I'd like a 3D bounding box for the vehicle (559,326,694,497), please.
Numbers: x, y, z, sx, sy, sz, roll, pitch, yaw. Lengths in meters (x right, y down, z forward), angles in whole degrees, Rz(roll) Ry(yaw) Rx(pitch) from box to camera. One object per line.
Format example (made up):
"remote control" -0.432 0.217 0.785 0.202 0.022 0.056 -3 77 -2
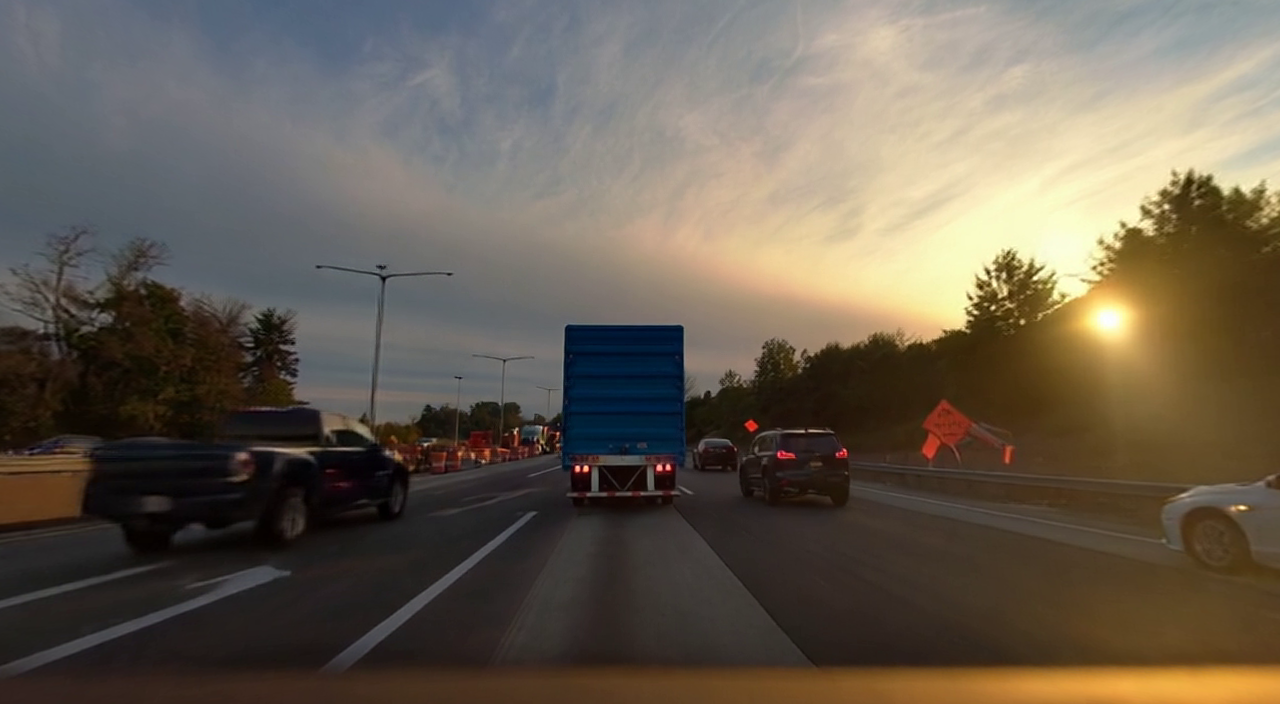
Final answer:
"vehicle" -0.462 2.093 19.601 3.067 3.940 10.154 1 -9 -2

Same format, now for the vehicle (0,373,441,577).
"vehicle" -5.119 1.626 9.152 2.421 1.965 5.980 0 -8 1

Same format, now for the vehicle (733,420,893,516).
"vehicle" 3.420 2.408 13.473 2.103 1.713 4.173 1 -9 -2

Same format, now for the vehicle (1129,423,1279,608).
"vehicle" 6.905 1.339 4.799 2.070 1.632 4.774 2 -9 -9
